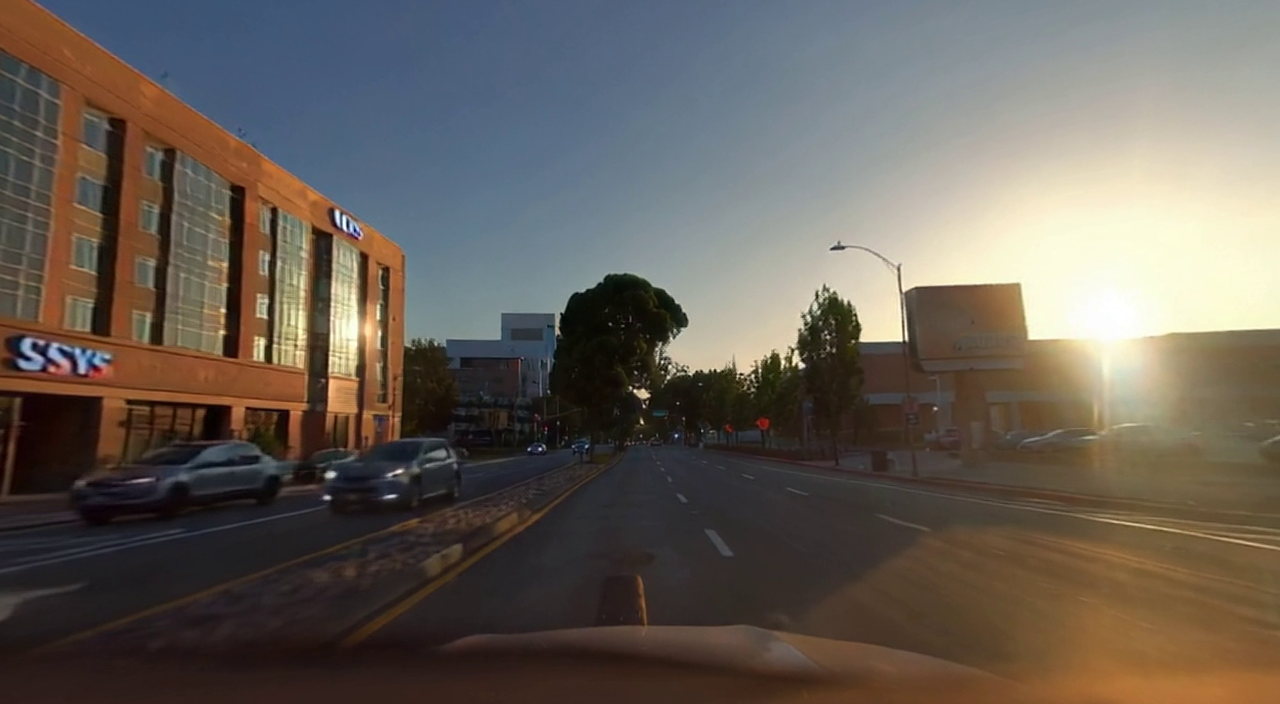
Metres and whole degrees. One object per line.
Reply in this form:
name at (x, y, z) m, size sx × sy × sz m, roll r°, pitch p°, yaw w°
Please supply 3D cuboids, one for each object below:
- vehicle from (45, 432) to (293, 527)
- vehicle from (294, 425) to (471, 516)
vehicle at (-9.707, 2.623, 13.608) m, size 1.954 × 1.694 × 4.310 m, roll 0°, pitch -8°, yaw 1°
vehicle at (-5.644, 2.638, 14.645) m, size 2.129 × 1.748 × 4.555 m, roll 0°, pitch -8°, yaw 1°
